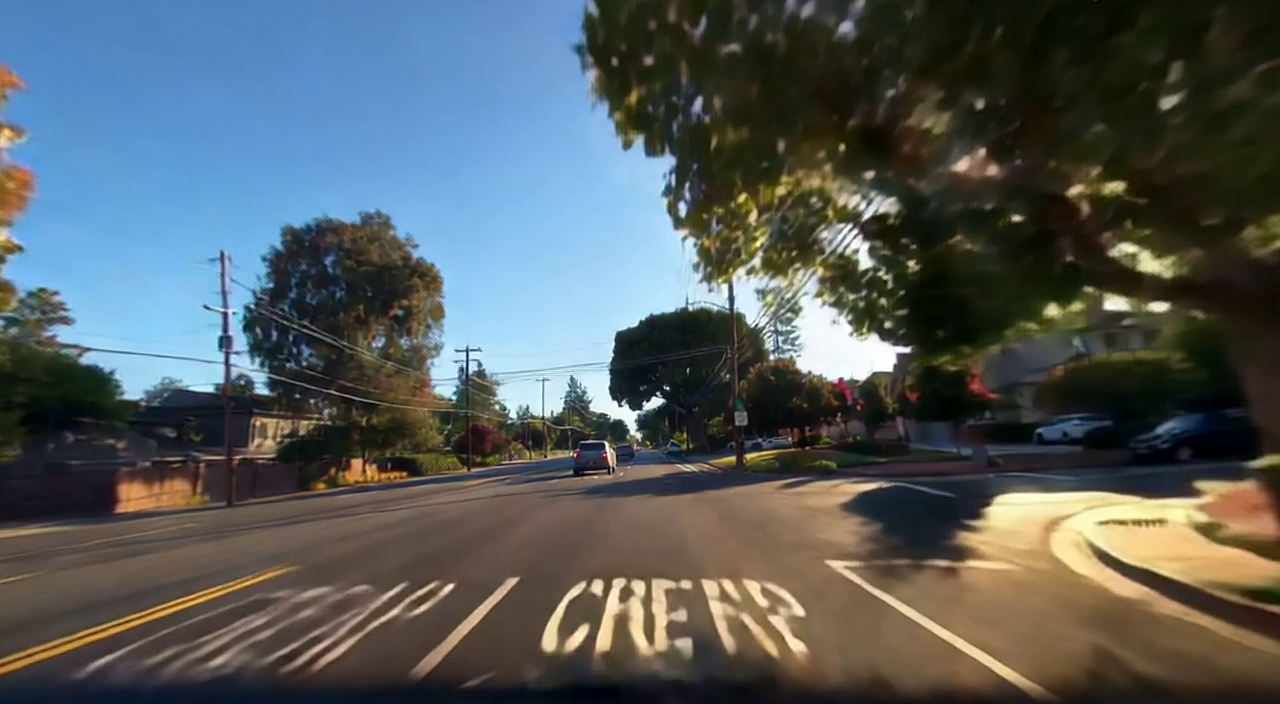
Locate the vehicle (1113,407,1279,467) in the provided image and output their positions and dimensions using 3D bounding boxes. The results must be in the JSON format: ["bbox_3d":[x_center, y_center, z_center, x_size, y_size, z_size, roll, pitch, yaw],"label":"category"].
[{"bbox_3d":[20.377,3.086,22.704,4.502,1.833,2.462,-3,-11,1],"label":"vehicle"}]

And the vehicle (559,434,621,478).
[{"bbox_3d":[-2.198,4.789,29.251,2.327,1.861,4.941,0,-9,2],"label":"vehicle"}]
